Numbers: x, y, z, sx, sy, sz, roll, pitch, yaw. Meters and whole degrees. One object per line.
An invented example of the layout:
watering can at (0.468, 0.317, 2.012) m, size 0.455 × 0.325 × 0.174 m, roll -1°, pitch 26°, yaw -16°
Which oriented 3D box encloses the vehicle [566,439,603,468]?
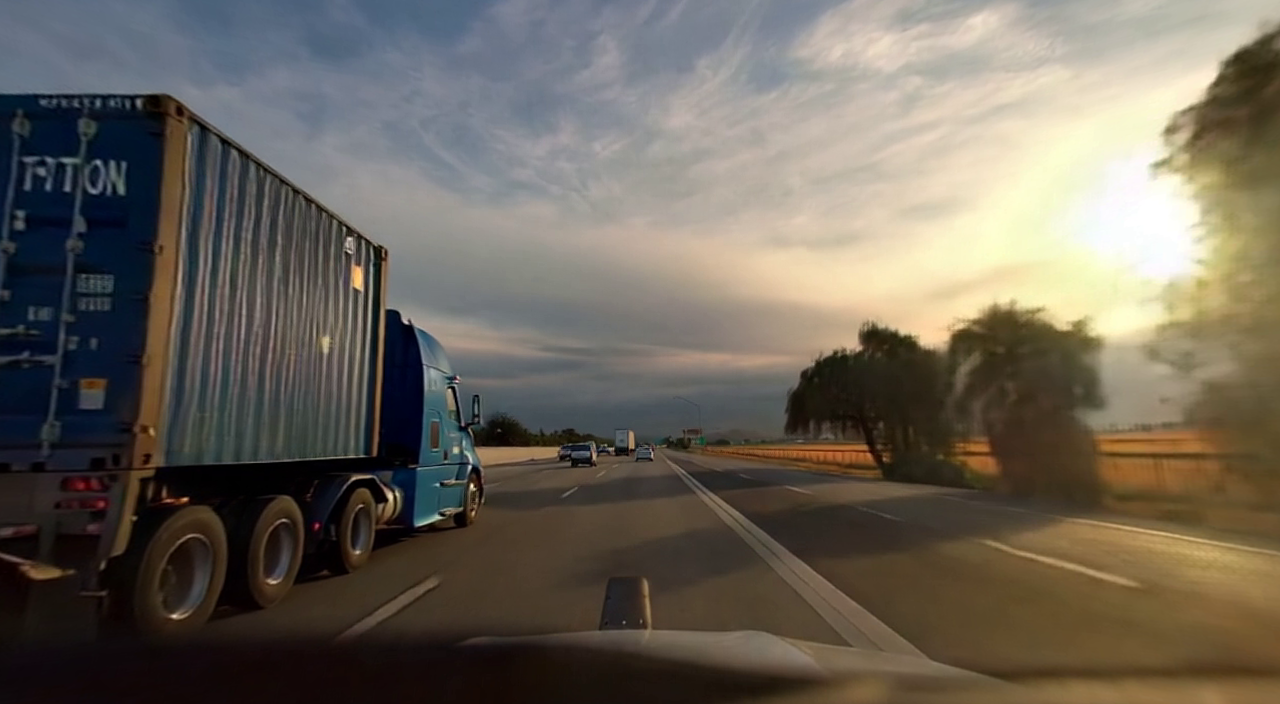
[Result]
vehicle at (-3.537, 6.572, 41.069) m, size 1.995 × 1.745 × 4.187 m, roll 0°, pitch -8°, yaw 1°

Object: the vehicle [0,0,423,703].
vehicle at (-4.103, -0.443, 0.667) m, size 2.840 × 4.032 × 13.388 m, roll 0°, pitch -9°, yaw 1°
